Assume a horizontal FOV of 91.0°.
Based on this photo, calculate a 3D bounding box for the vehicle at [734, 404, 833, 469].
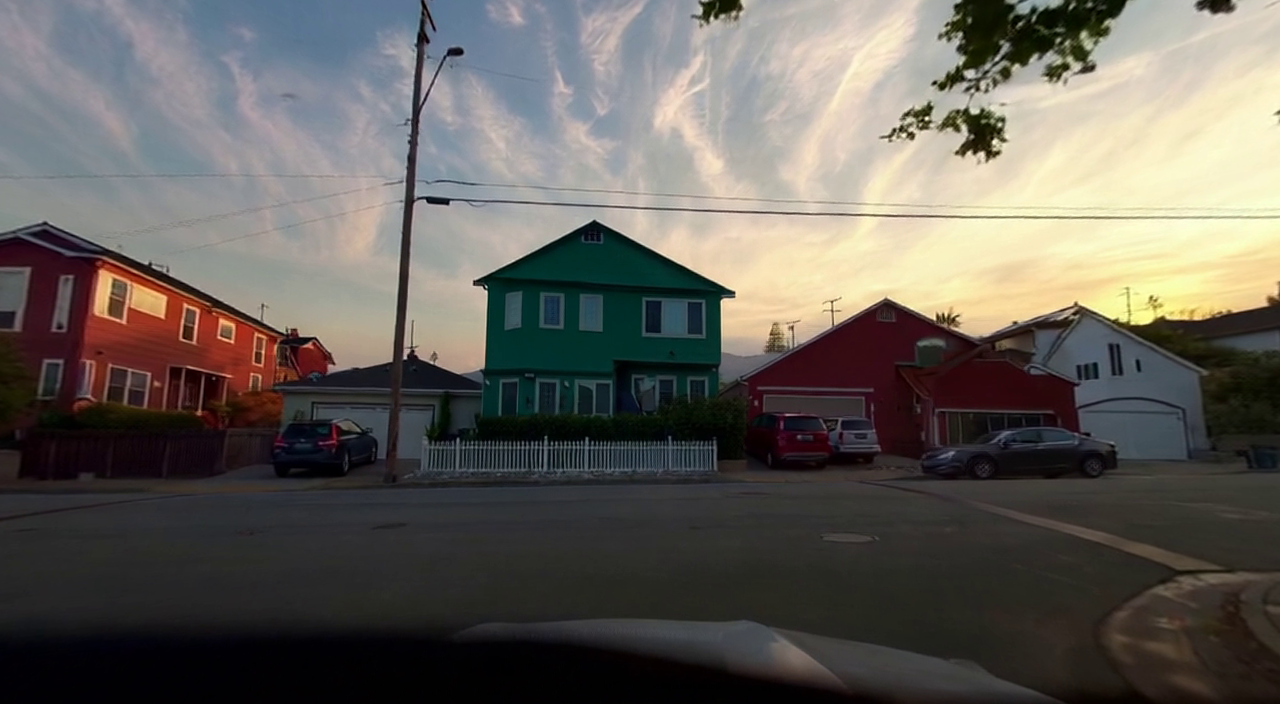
[{"bbox_3d":[4.536,2.711,20.648,2.081,1.891,4.367,0,-6,-2],"label":"vehicle"}]

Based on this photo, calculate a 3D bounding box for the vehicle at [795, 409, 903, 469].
[{"bbox_3d":[6.719,2.859,20.789,2.053,1.756,4.034,0,-8,-2],"label":"vehicle"}]

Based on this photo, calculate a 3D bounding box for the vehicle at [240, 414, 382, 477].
[{"bbox_3d":[-10.262,3.005,20.174,2.091,1.760,4.760,0,-8,-2],"label":"vehicle"}]

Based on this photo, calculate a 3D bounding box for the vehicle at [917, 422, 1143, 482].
[{"bbox_3d":[10.191,2.655,16.753,4.644,1.482,1.997,0,-9,0],"label":"vehicle"}]
